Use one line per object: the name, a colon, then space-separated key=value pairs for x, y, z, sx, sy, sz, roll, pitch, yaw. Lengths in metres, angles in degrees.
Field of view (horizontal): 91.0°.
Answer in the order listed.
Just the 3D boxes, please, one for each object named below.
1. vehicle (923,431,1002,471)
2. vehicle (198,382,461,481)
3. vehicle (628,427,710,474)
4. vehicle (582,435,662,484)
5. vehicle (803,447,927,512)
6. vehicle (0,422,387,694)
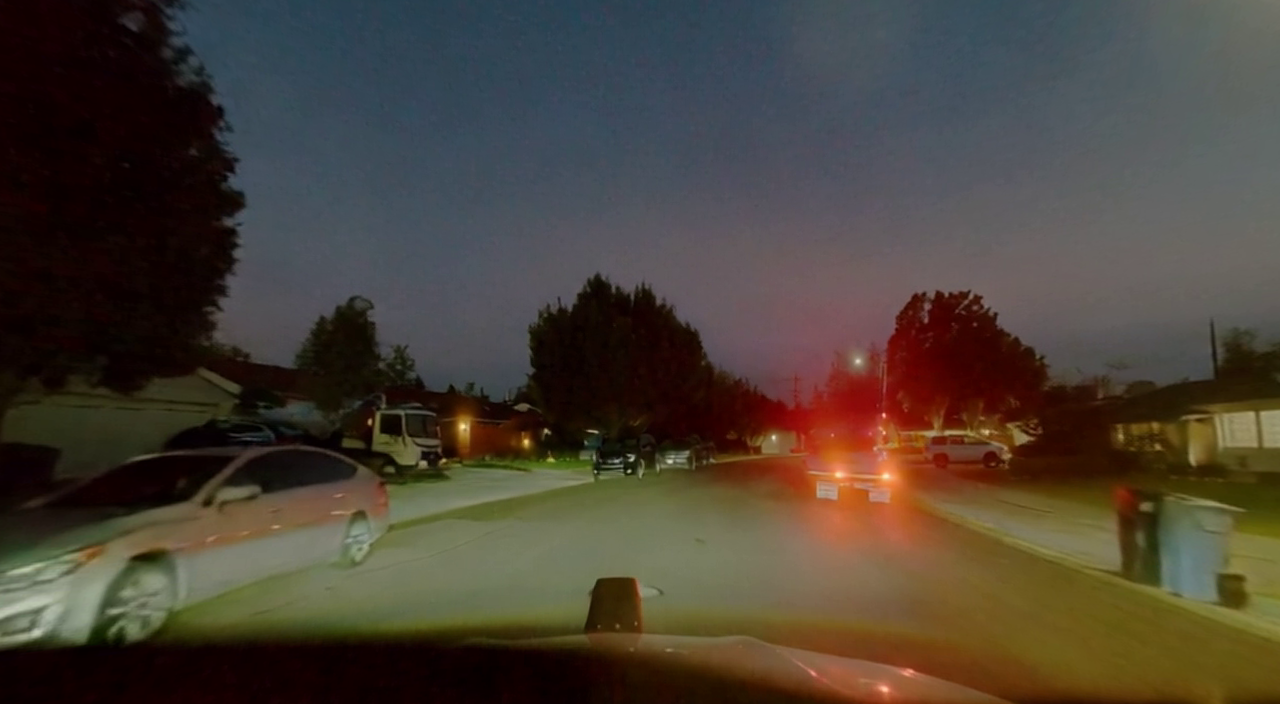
vehicle: x=17.747 y=5.438 z=34.743 sx=3.470 sy=2.123 sz=1.584 roll=0 pitch=-7 yaw=3
vehicle: x=-10.539 y=2.819 z=21.780 sx=7.767 sy=3.105 sz=2.858 roll=-2 pitch=-9 yaw=9
vehicle: x=1.694 y=5.263 z=33.684 sx=2.632 sy=2.249 sz=6.179 roll=-3 pitch=-9 yaw=20
vehicle: x=-0.592 y=4.311 z=25.540 sx=2.052 sy=1.745 sz=4.737 roll=-2 pitch=-9 yaw=14
vehicle: x=6.406 y=3.638 z=18.904 sx=2.804 sy=1.336 sz=6.700 roll=-1 pitch=-7 yaw=14
vehicle: x=-4.323 y=1.457 z=5.581 sx=1.898 sy=1.487 sz=4.714 roll=-1 pitch=-9 yaw=5
